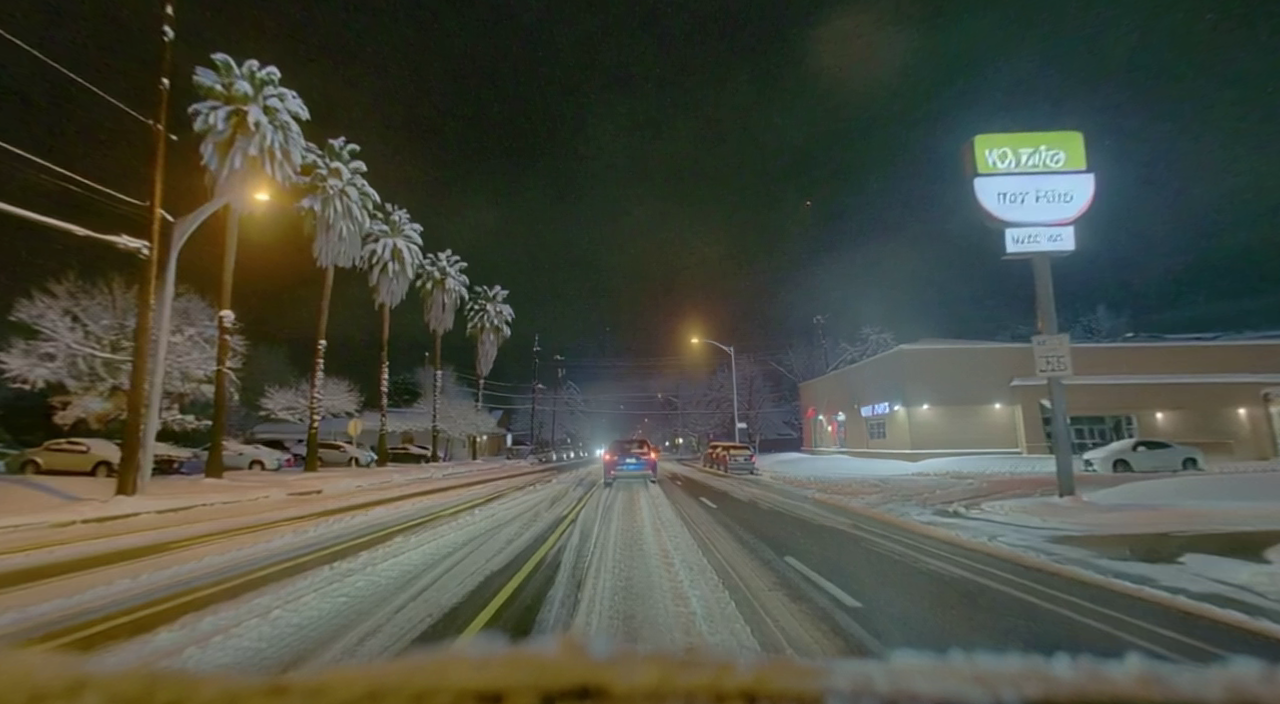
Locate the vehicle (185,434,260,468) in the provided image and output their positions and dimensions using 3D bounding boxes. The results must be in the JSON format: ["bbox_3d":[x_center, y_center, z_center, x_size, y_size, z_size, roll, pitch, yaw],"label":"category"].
[{"bbox_3d":[-22.159,5.261,33.603,1.860,1.656,4.483,2,-9,-14],"label":"vehicle"}]

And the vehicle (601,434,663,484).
[{"bbox_3d":[-0.324,4.283,25.515,2.264,1.798,4.563,0,-8,-1],"label":"vehicle"}]

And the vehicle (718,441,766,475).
[{"bbox_3d":[5.828,6.092,36.455,1.945,1.791,4.460,0,-9,-1],"label":"vehicle"}]

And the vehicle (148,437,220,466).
[{"bbox_3d":[-25.019,5.483,34.680,1.760,1.501,3.655,2,-9,-12],"label":"vehicle"}]

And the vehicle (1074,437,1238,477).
[{"bbox_3d":[20.164,4.111,24.750,4.707,1.461,1.994,0,-9,-2],"label":"vehicle"}]

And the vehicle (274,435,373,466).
[{"bbox_3d":[-19.198,5.971,38.339,4.976,1.741,1.986,7,-11,-40],"label":"vehicle"}]

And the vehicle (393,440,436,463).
[{"bbox_3d":[-17.788,7.853,49.866,2.084,1.678,4.707,1,-9,-7],"label":"vehicle"}]
